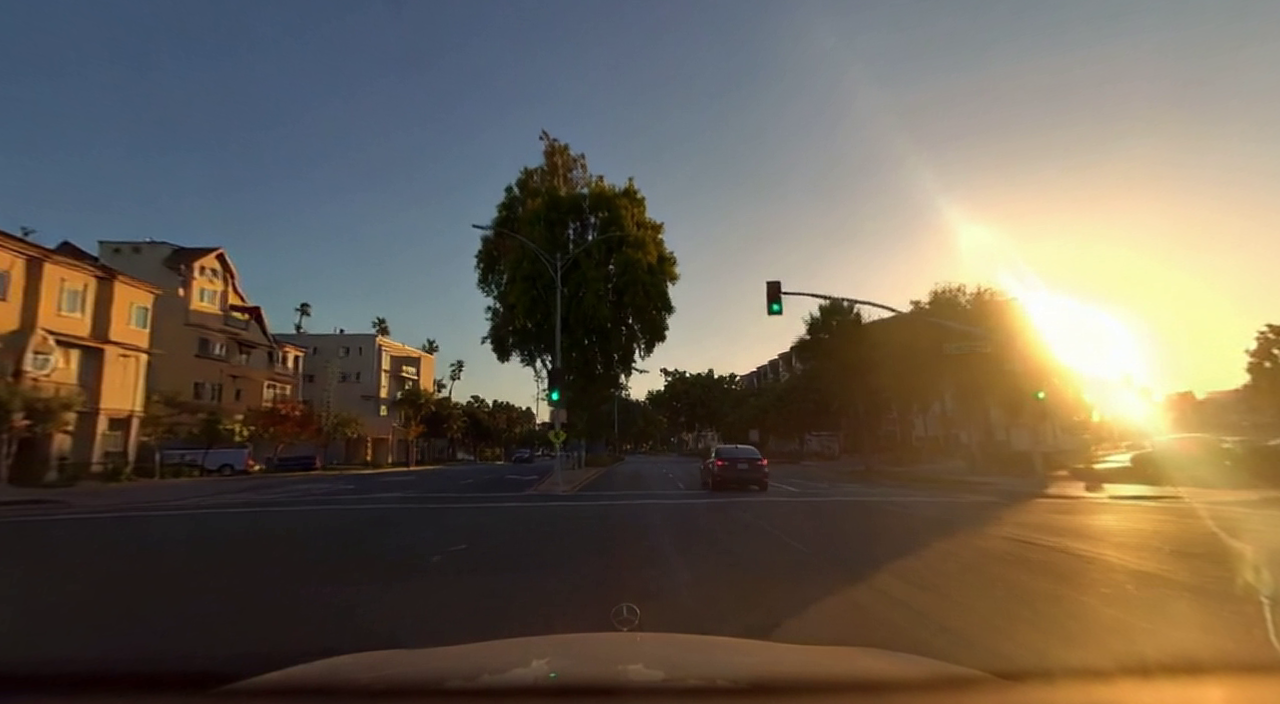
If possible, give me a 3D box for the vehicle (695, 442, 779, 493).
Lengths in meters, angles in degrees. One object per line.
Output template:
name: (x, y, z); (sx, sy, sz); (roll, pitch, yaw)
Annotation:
vehicle: (3.026, 3.695, 20.608); (1.964, 1.448, 4.295); (0, -9, -1)
